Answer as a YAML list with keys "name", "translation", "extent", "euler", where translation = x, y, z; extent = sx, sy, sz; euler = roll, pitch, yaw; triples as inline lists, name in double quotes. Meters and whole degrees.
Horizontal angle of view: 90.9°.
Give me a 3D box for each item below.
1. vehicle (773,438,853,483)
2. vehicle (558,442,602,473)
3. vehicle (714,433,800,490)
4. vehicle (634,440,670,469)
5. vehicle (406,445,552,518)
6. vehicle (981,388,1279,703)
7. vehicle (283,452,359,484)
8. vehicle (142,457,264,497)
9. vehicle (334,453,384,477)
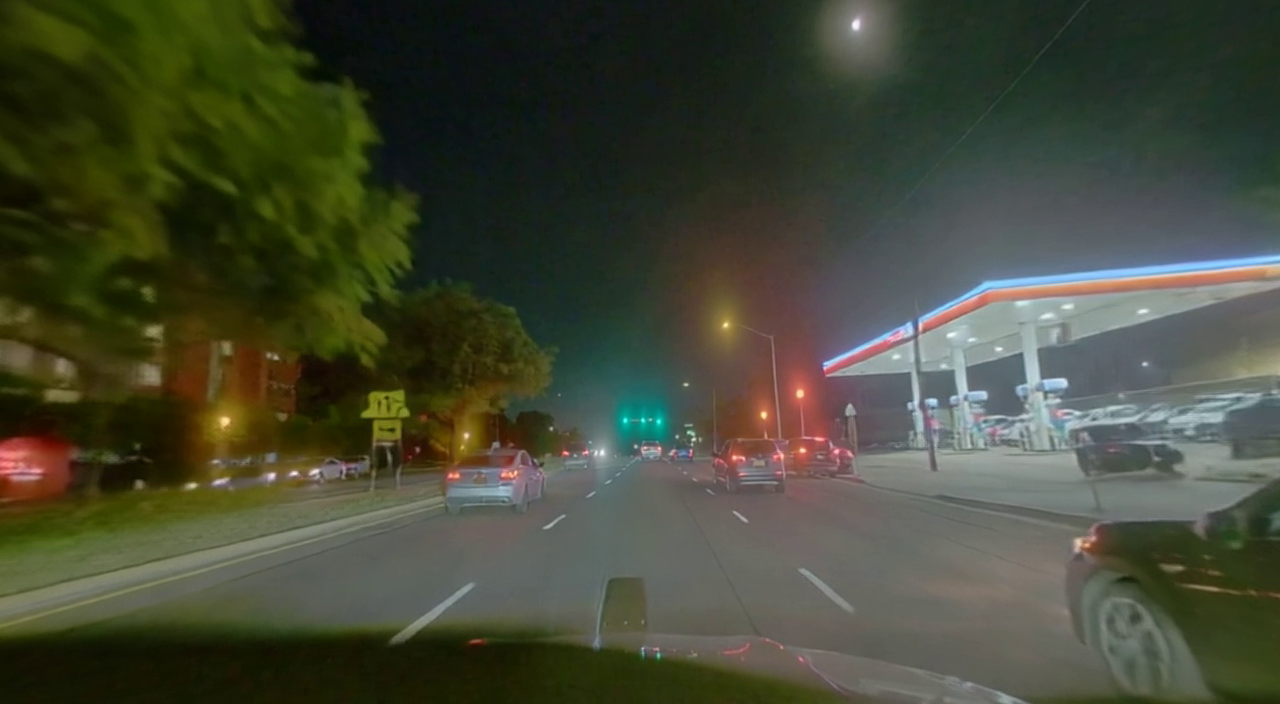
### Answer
- name: "vehicle"
  translation: [7.340, 4.671, 27.328]
  extent: [2.417, 1.736, 5.043]
  euler: [-1, -9, 5]
- name: "vehicle"
  translation: [-3.263, 5.834, 35.140]
  extent: [1.988, 1.645, 3.995]
  euler: [0, -8, 1]
- name: "vehicle"
  translation: [3.821, 3.669, 21.485]
  extent: [1.980, 1.709, 4.813]
  euler: [0, -8, 0]
- name: "vehicle"
  translation: [0.730, 6.472, 40.010]
  extent: [2.192, 1.674, 4.124]
  euler: [0, -8, 1]
- name: "vehicle"
  translation: [-3.336, 2.767, 14.086]
  extent: [2.013, 1.354, 4.393]
  euler: [0, -8, 1]
- name: "vehicle"
  translation: [3.170, 0.819, 1.767]
  extent: [1.919, 1.502, 4.572]
  euler: [0, -8, 1]
- name: "vehicle"
  translation: [-18.555, 6.741, 36.944]
  extent: [1.947, 1.616, 4.638]
  euler: [0, -8, 1]
- name: "vehicle"
  translation: [-19.102, 5.463, 27.881]
  extent: [1.890, 1.472, 4.769]
  euler: [0, -8, 1]
- name: "vehicle"
  translation: [-21.805, 8.772, 49.088]
  extent: [1.821, 1.645, 4.211]
  euler: [0, -8, 1]
